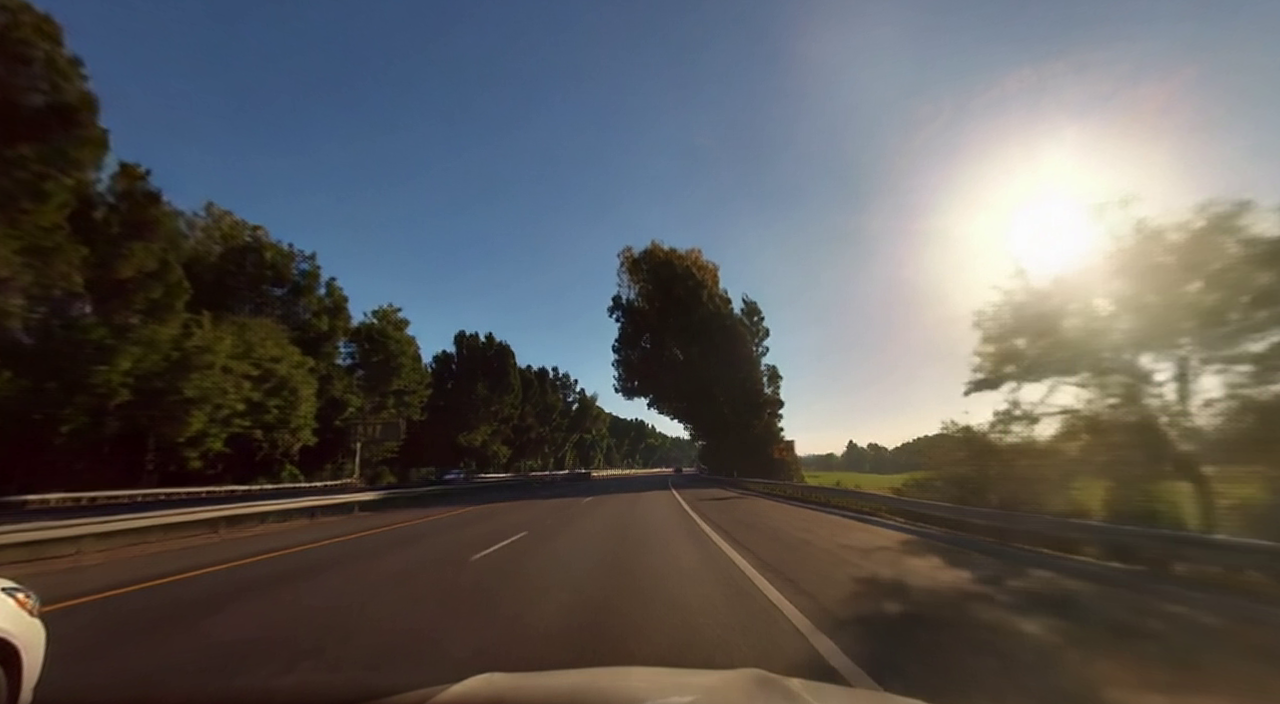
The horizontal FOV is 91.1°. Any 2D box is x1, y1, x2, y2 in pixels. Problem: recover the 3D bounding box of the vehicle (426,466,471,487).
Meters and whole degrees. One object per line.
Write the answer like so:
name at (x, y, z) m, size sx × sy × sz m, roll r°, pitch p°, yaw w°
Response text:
vehicle at (-15.177, 9.938, 49.979) m, size 1.950 × 1.526 × 4.557 m, roll 2°, pitch -12°, yaw 2°
